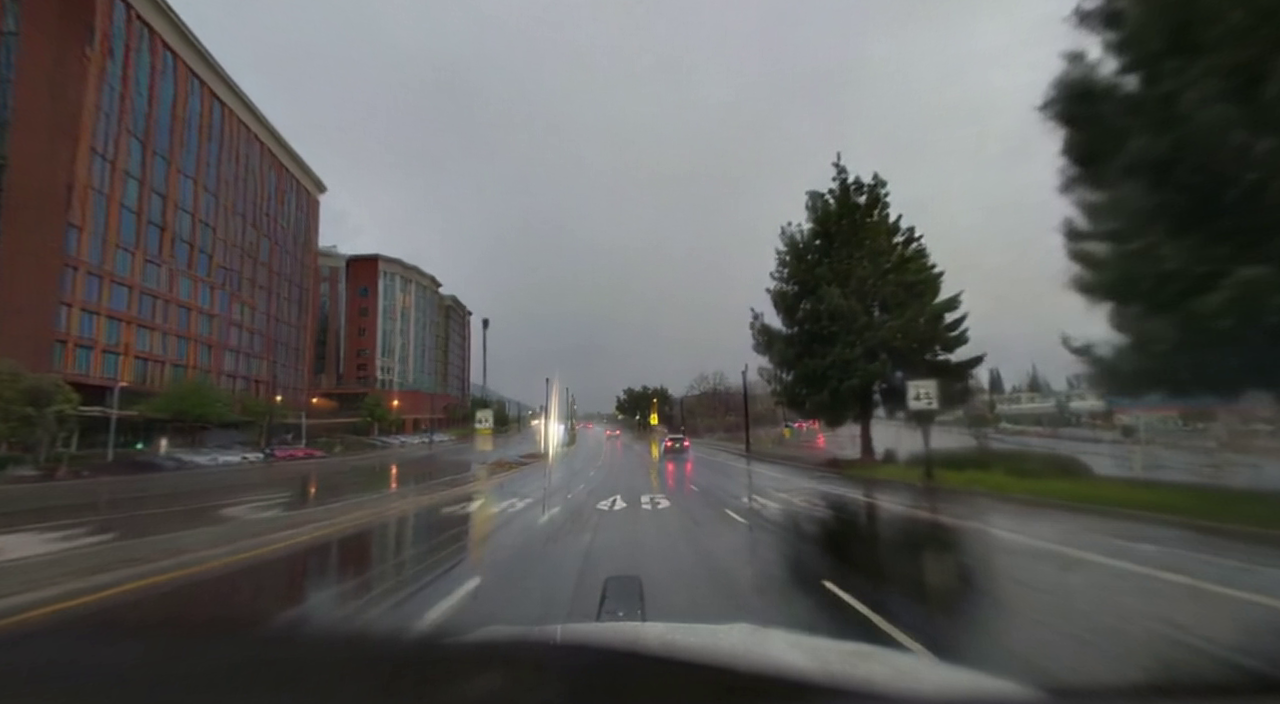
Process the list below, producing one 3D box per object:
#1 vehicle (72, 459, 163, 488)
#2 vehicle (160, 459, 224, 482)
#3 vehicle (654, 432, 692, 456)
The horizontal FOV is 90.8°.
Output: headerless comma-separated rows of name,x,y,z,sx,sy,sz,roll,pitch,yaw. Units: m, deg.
vehicle,-29.596,6.863,35.931,1.764,1.476,4.121,0,-9,-3
vehicle,-29.625,7.810,41.898,1.655,1.389,3.364,0,-9,3
vehicle,2.148,6.233,42.818,2.090,1.506,4.382,0,-8,-3
